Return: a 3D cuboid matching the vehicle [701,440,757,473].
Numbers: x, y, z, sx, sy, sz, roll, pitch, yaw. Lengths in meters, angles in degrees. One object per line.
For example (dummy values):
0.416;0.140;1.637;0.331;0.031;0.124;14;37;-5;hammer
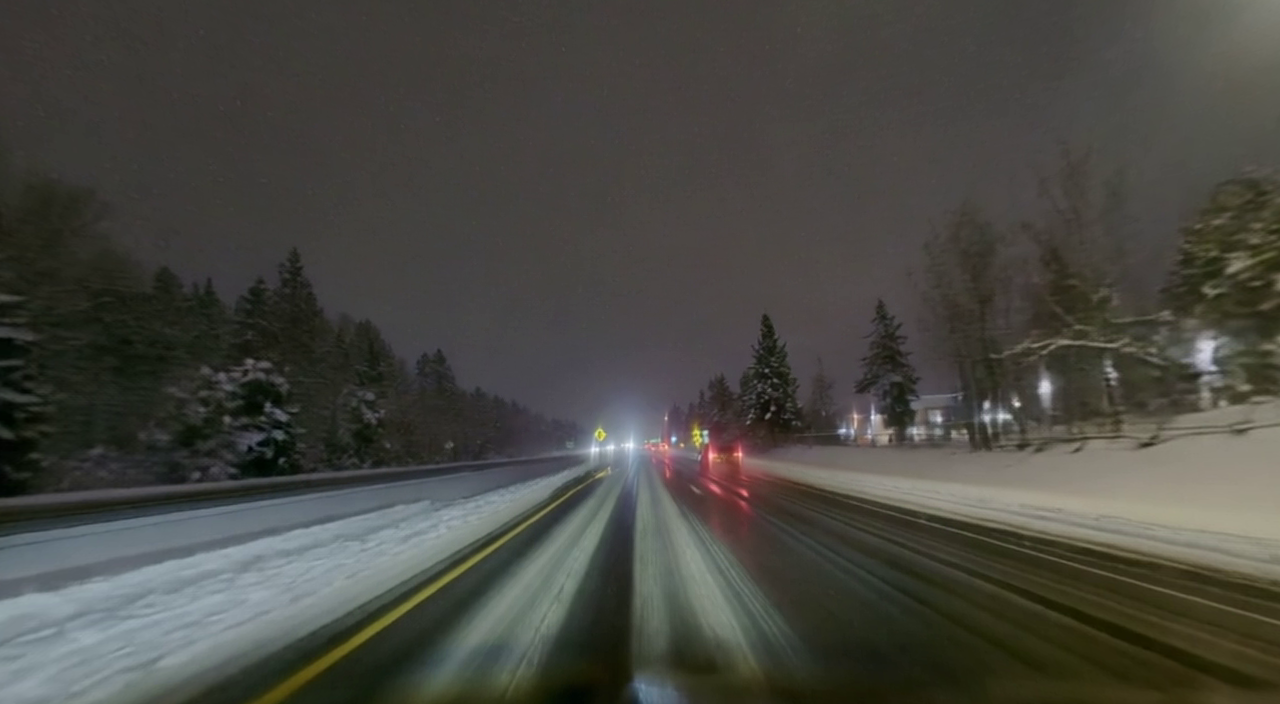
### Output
4.306;5.144;31.235;2.042;1.518;4.477;0;-9;-1;vehicle
